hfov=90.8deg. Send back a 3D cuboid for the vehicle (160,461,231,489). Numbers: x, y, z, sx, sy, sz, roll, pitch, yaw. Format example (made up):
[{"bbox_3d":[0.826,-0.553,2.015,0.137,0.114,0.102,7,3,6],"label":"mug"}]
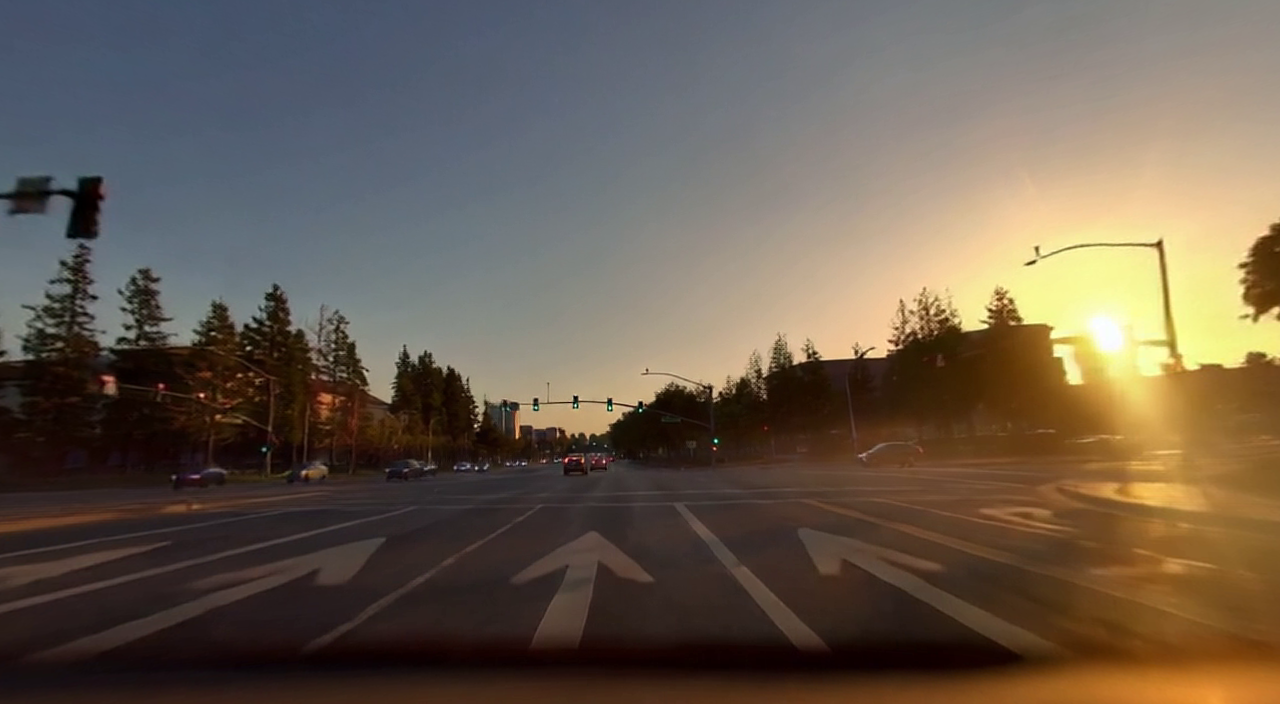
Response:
[{"bbox_3d":[-29.270,8.092,41.772,1.789,1.579,4.026,0,-9,0],"label":"vehicle"}]

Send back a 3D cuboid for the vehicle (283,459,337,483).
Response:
[{"bbox_3d":[-25.931,9.354,49.821,1.877,1.640,4.337,0,-9,0],"label":"vehicle"}]

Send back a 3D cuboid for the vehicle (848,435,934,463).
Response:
[{"bbox_3d":[17.466,6.779,44.167,5.003,1.786,2.369,0,-9,-2],"label":"vehicle"}]

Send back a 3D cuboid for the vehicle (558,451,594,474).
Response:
[{"bbox_3d":[-4.381,7.685,44.027,2.073,1.445,4.151,0,-9,0],"label":"vehicle"}]
